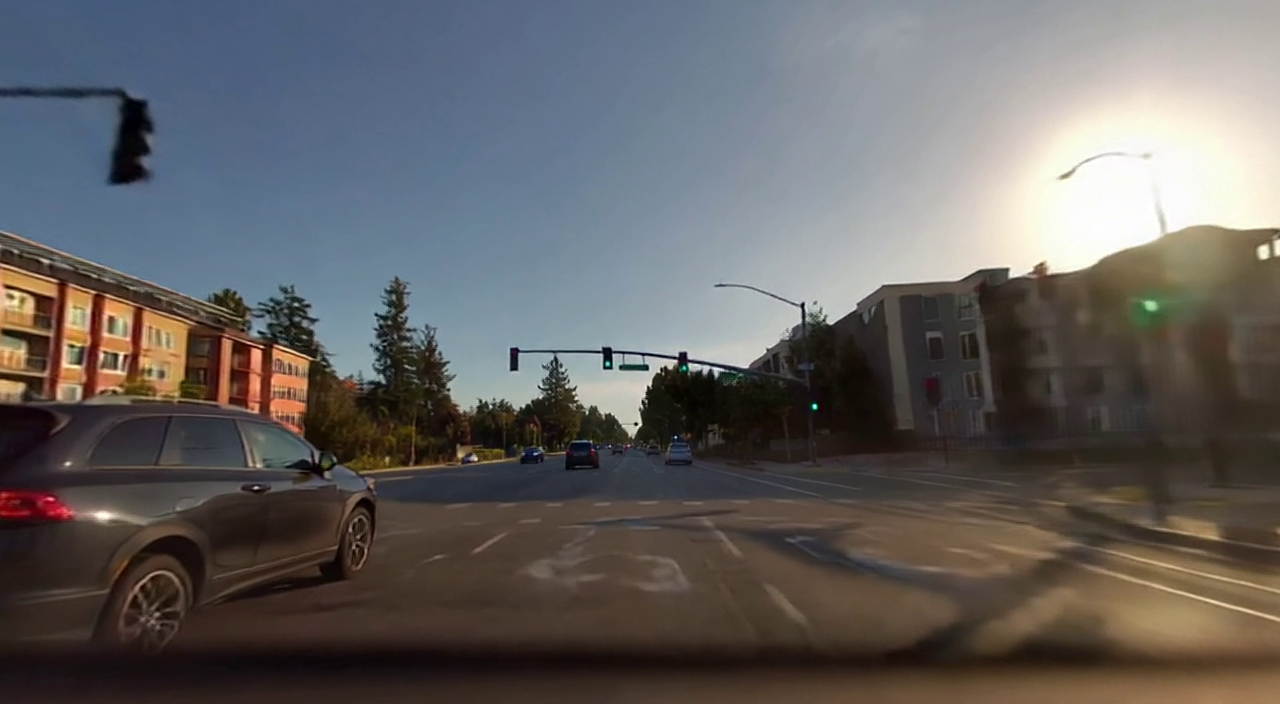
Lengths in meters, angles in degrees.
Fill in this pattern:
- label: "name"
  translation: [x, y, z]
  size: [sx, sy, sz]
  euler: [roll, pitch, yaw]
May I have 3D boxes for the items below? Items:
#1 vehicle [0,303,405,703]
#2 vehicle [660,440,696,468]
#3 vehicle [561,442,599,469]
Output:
- label: "vehicle"
  translation: [-3.916, 1.091, 4.795]
  size: [2.225, 1.984, 5.168]
  euler: [0, -8, 0]
- label: "vehicle"
  translation: [2.509, 6.811, 42.432]
  size: [2.018, 1.719, 4.369]
  euler: [0, -8, -2]
- label: "vehicle"
  translation: [-3.863, 6.736, 41.357]
  size: [2.083, 1.685, 4.069]
  euler: [0, -8, 0]
